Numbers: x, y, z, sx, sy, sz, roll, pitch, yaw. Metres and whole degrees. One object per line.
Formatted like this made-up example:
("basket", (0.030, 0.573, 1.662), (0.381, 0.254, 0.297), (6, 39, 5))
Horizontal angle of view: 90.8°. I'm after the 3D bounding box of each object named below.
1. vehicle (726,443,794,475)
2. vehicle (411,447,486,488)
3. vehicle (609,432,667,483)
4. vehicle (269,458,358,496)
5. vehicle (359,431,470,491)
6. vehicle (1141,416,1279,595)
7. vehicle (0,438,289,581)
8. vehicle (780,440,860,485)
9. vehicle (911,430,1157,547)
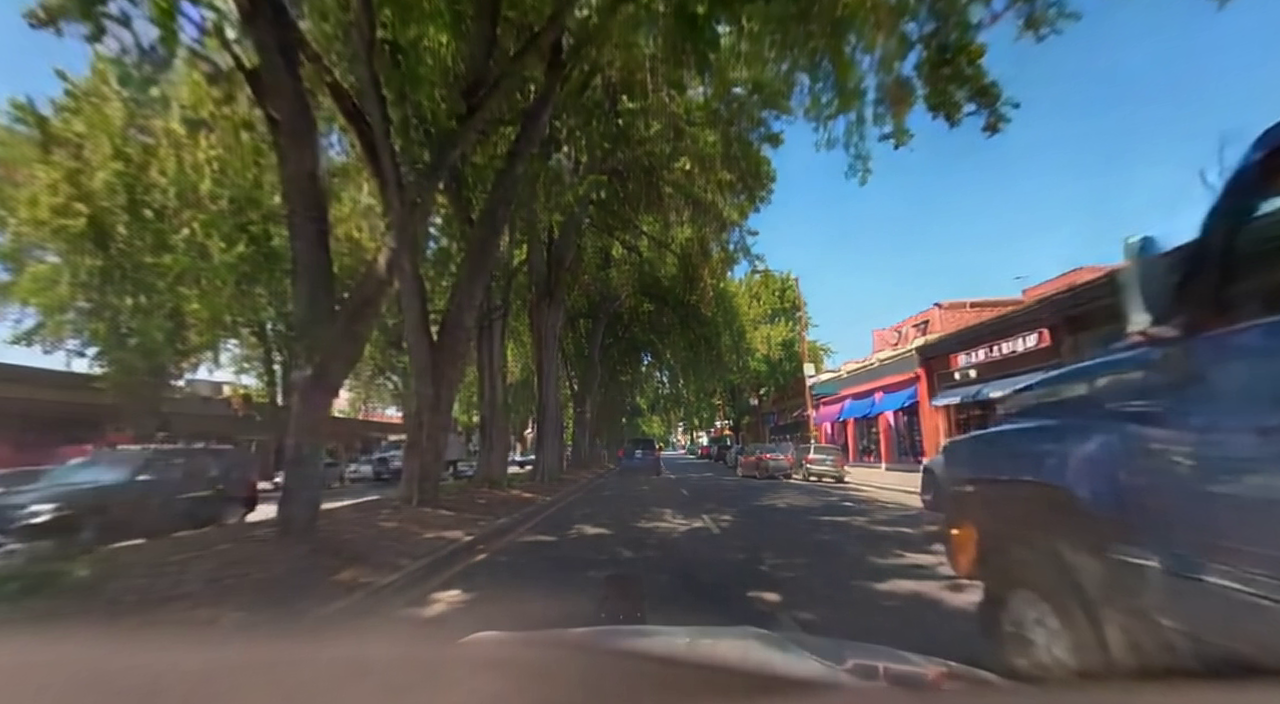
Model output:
("vehicle", (6.722, 6.054, 36.022), (2.114, 1.697, 4.739), (2, -9, -12))
("vehicle", (-8.345, 5.034, 27.961), (1.977, 1.669, 4.387), (0, -9, 0))
("vehicle", (-0.030, 4.602, 27.840), (2.293, 2.036, 4.853), (0, -8, 1))
("vehicle", (-15.885, 6.080, 31.086), (1.962, 1.487, 4.652), (-3, -8, 0))
("vehicle", (-11.845, 5.808, 34.206), (2.894, 2.789, 8.218), (0, -9, 0))
("vehicle", (7.053, 1.353, 5.401), (1.949, 1.664, 4.141), (0, -10, -3))
("vehicle", (-7.558, 2.184, 9.699), (1.937, 1.641, 4.575), (0, -9, -4))
("vehicle", (7.450, 4.608, 26.590), (2.004, 1.714, 4.356), (0, -9, -1))
("vehicle", (7.210, 2.484, 12.323), (2.030, 1.631, 4.783), (5, -8, 4))
